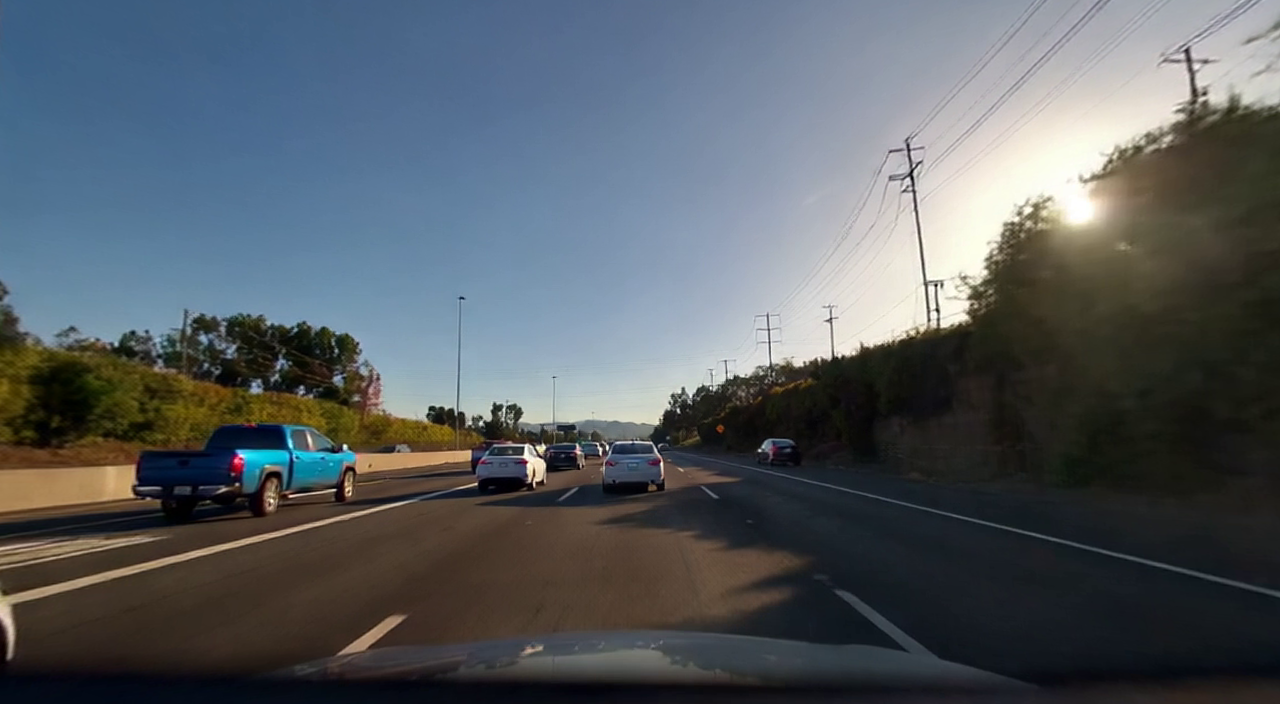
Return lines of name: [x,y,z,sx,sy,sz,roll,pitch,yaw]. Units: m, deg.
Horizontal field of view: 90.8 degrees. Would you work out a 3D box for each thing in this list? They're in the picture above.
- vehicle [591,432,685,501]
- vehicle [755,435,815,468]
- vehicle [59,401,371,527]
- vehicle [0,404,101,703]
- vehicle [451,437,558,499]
vehicle: [-0.087,2.888,16.398,2.102,1.499,4.439,0,-8,-1]
vehicle: [8.111,5.623,35.861,2.205,1.701,4.601,0,-8,-2]
vehicle: [-7.786,2.140,12.631,2.194,1.922,5.637,0,-8,2]
vehicle: [-3.830,0.712,0.954,1.955,1.481,4.604,0,-8,0]
vehicle: [-3.454,3.026,16.935,1.899,1.437,4.131,0,-8,1]
